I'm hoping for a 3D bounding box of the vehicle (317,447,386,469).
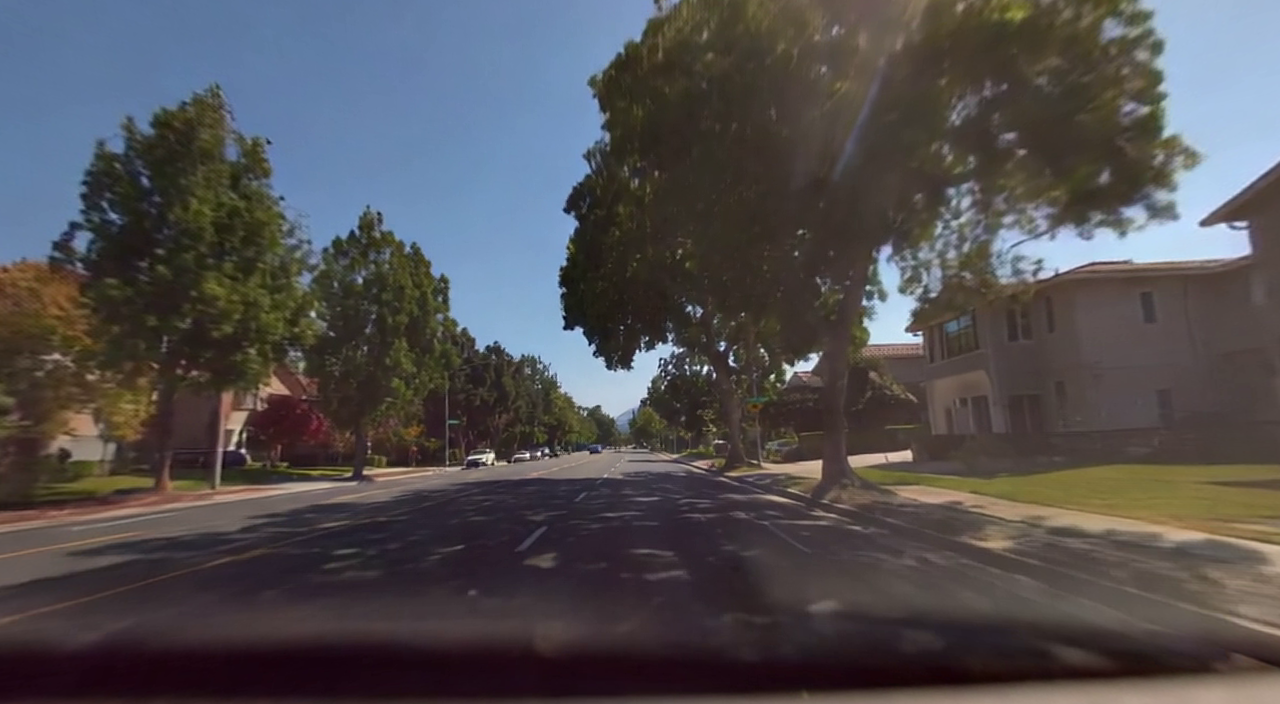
[{"bbox_3d":[-22.755,8.373,49.953,4.514,1.711,1.855,0,-9,0],"label":"vehicle"}]
